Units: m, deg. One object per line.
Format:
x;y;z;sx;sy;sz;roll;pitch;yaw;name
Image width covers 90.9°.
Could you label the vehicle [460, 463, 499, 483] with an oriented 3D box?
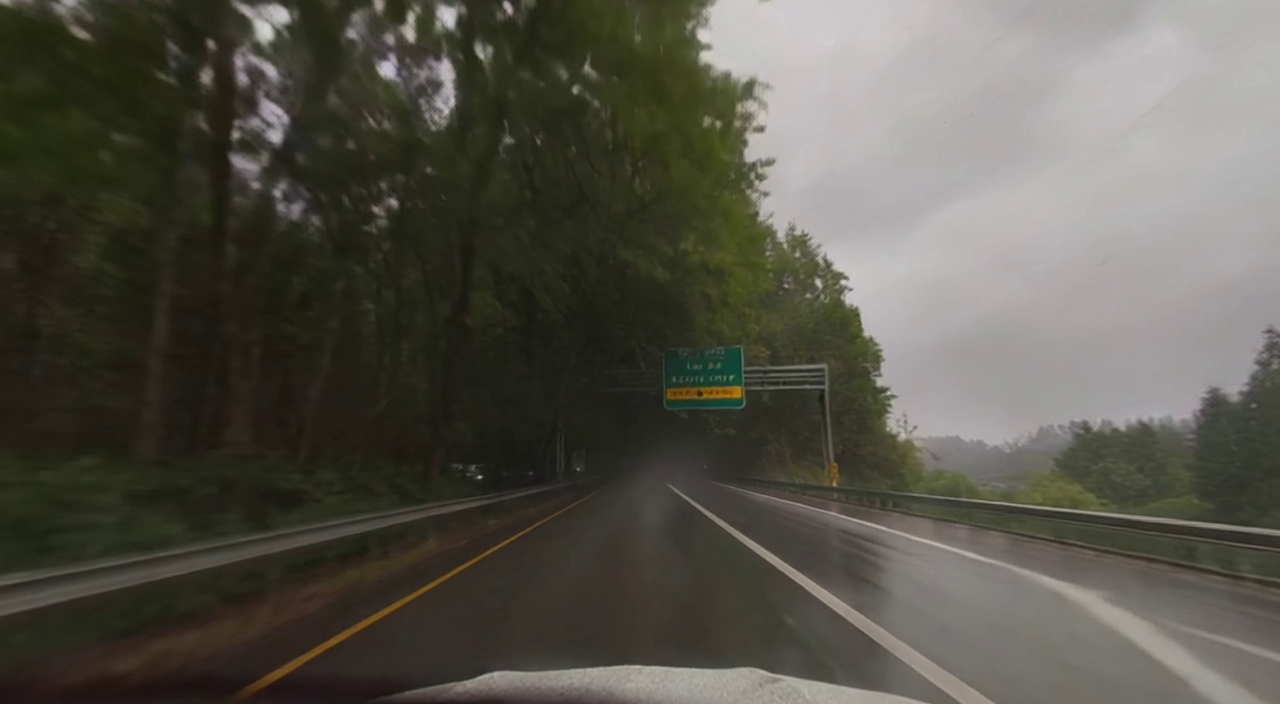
-12.667;9.581;49.933;1.858;1.466;4.258;1;-11;1;vehicle
